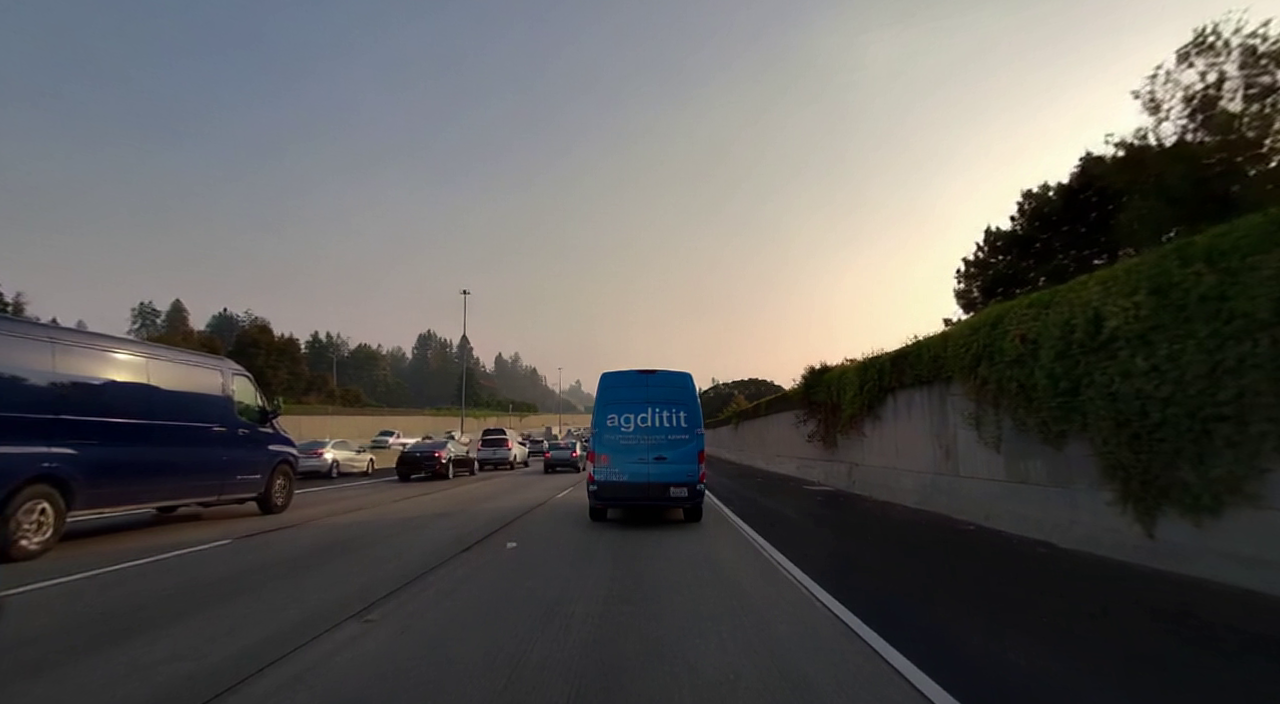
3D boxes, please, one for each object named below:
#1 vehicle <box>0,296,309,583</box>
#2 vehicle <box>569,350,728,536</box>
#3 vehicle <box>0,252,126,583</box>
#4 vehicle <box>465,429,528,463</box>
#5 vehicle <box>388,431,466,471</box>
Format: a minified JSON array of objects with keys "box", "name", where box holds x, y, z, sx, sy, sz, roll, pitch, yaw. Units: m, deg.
[{"box":[-7.311,1.201,8.852,2.849,3.020,4.370,0,-8,0],"name":"vehicle"},{"box":[0.163,1.799,12.541,2.316,2.738,6.398,0,-8,1],"name":"vehicle"},{"box":[-7.431,0.274,3.595,2.717,3.113,7.354,0,-8,0],"name":"vehicle"},{"box":[-9.552,6.375,42.710,2.566,2.158,5.957,-1,-9,3],"name":"vehicle"},{"box":[-10.556,4.953,31.730,2.061,1.846,4.852,-1,-8,3],"name":"vehicle"}]
